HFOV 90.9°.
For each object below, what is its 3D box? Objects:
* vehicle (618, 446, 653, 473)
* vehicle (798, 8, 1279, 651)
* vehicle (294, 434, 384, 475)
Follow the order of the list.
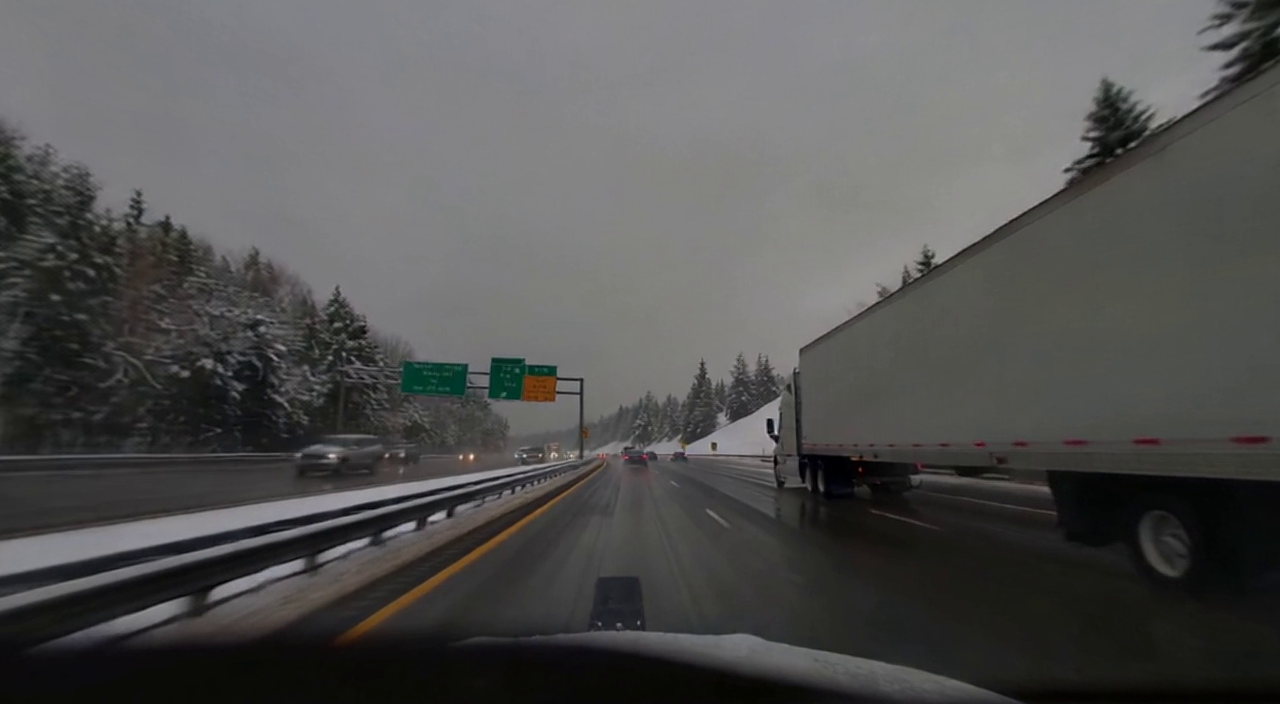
[{"bbox_3d":[-0.270,6.675,39.213,2.111,1.599,3.859,0,-9,0],"label":"vehicle"},{"bbox_3d":[5.635,0.812,10.093,2.890,4.006,14.039,-1,-9,1],"label":"vehicle"},{"bbox_3d":[-12.147,4.151,25.703,1.778,1.524,3.800,0,-9,0],"label":"vehicle"}]
